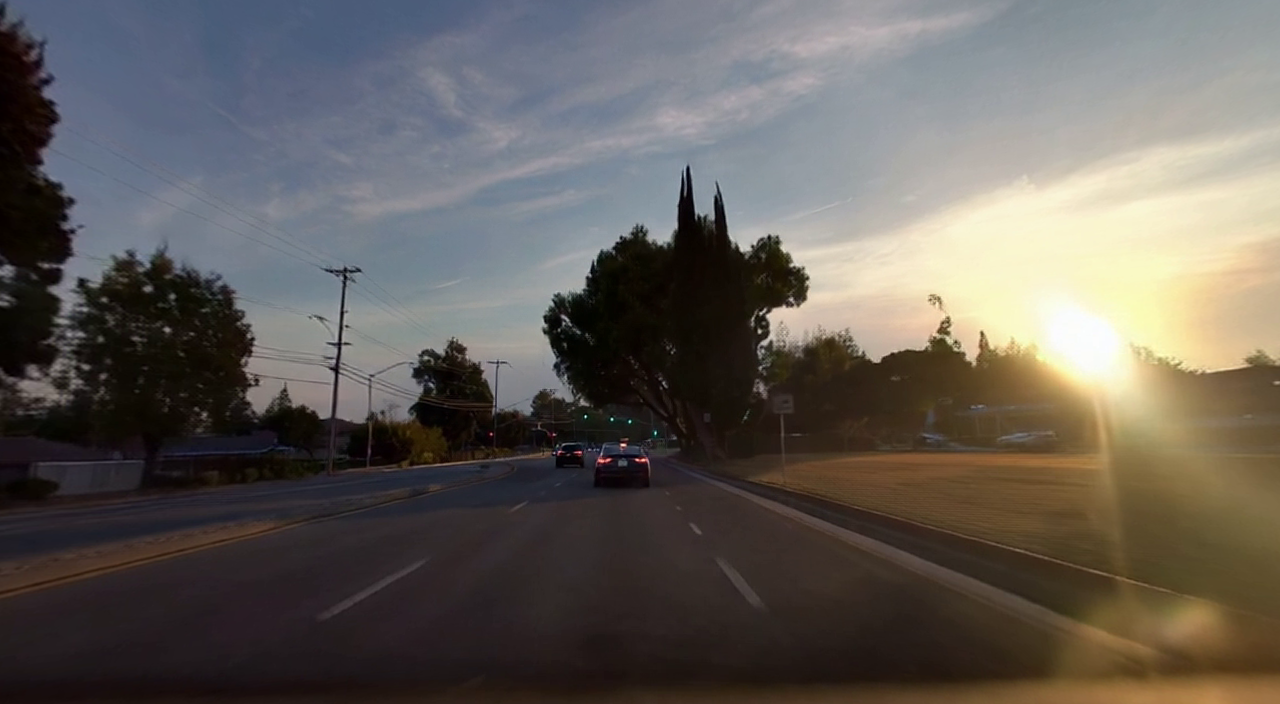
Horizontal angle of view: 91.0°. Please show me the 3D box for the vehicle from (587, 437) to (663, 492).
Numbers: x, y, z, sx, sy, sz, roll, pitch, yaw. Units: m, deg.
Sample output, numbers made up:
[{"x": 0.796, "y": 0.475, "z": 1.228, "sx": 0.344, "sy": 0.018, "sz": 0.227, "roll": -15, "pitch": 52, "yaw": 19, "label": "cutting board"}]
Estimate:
[{"x": -0.514, "y": 3.706, "z": 21.063, "sx": 2.235, "sy": 1.597, "sz": 4.918, "roll": 0, "pitch": -9, "yaw": -2, "label": "vehicle"}]

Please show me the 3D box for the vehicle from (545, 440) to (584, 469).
[{"x": -4.948, "y": 6.773, "z": 41.816, "sx": 2.189, "sy": 1.776, "sz": 4.342, "roll": 0, "pitch": -9, "yaw": -1, "label": "vehicle"}]
